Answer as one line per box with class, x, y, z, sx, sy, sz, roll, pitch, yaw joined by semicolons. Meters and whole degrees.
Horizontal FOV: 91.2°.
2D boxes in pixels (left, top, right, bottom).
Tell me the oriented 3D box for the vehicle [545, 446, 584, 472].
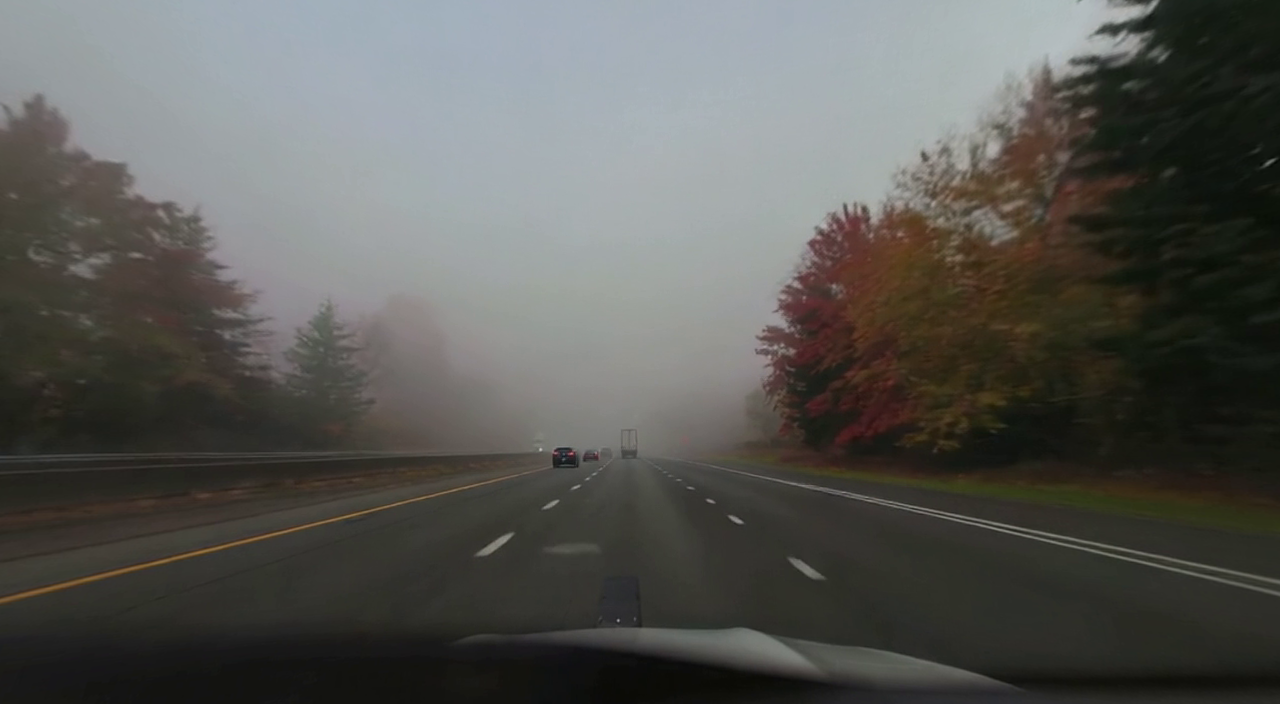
vehicle;-4.629;6.612;38.819;1.963;1.475;3.665;0;-9;-1
